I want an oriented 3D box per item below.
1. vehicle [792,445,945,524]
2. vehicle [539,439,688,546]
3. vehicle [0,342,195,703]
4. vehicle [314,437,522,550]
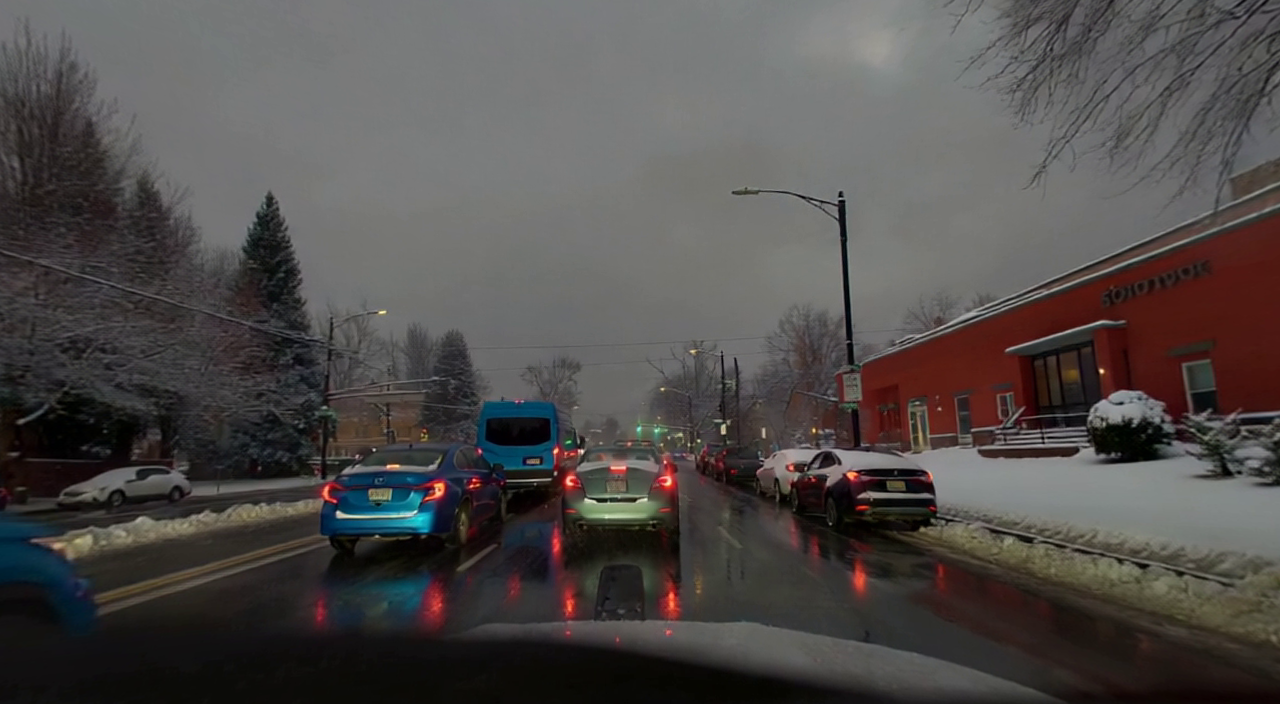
[{"bbox_3d":[4.896,2.859,14.184,1.832,1.491,4.054,1,-9,-1],"label":"vehicle"},{"bbox_3d":[-0.387,2.348,11.227,2.152,1.518,4.113,0,-9,0],"label":"vehicle"},{"bbox_3d":[-3.702,0.643,1.247,2.140,1.768,4.685,0,-9,1],"label":"vehicle"},{"bbox_3d":[-3.533,2.329,11.104,1.995,1.554,4.426,0,-9,1],"label":"vehicle"}]
